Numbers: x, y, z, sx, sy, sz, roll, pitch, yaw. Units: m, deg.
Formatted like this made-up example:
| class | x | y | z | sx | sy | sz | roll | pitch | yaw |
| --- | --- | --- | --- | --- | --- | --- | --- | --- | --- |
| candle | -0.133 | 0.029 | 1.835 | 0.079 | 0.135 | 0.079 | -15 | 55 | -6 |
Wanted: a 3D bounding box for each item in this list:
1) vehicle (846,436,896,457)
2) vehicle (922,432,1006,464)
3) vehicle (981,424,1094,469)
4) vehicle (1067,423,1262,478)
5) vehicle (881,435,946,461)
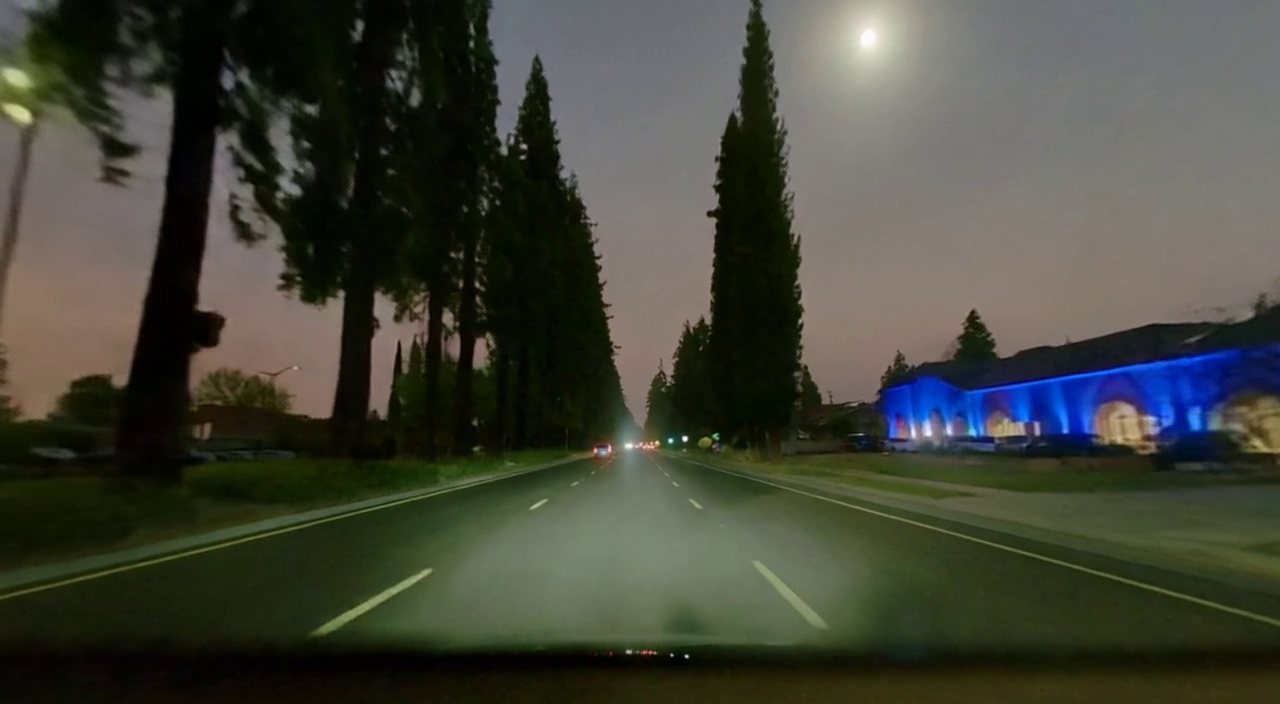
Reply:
| class | x | y | z | sx | sy | sz | roll | pitch | yaw |
| --- | --- | --- | --- | --- | --- | --- | --- | --- | --- |
| vehicle | 16.912 | 6.949 | 46.401 | 1.825 | 1.458 | 4.689 | 0 | -9 | -1 |
| vehicle | 16.559 | 4.973 | 32.545 | 1.968 | 1.511 | 4.497 | 0 | -9 | 0 |
| vehicle | 16.471 | 3.952 | 26.433 | 2.046 | 1.714 | 4.199 | 0 | -8 | 2 |
| vehicle | 16.110 | 3.073 | 19.828 | 1.829 | 1.505 | 5.023 | 0 | -8 | 0 |
| vehicle | 16.880 | 5.974 | 39.150 | 1.804 | 1.468 | 4.699 | 0 | -9 | -2 |
